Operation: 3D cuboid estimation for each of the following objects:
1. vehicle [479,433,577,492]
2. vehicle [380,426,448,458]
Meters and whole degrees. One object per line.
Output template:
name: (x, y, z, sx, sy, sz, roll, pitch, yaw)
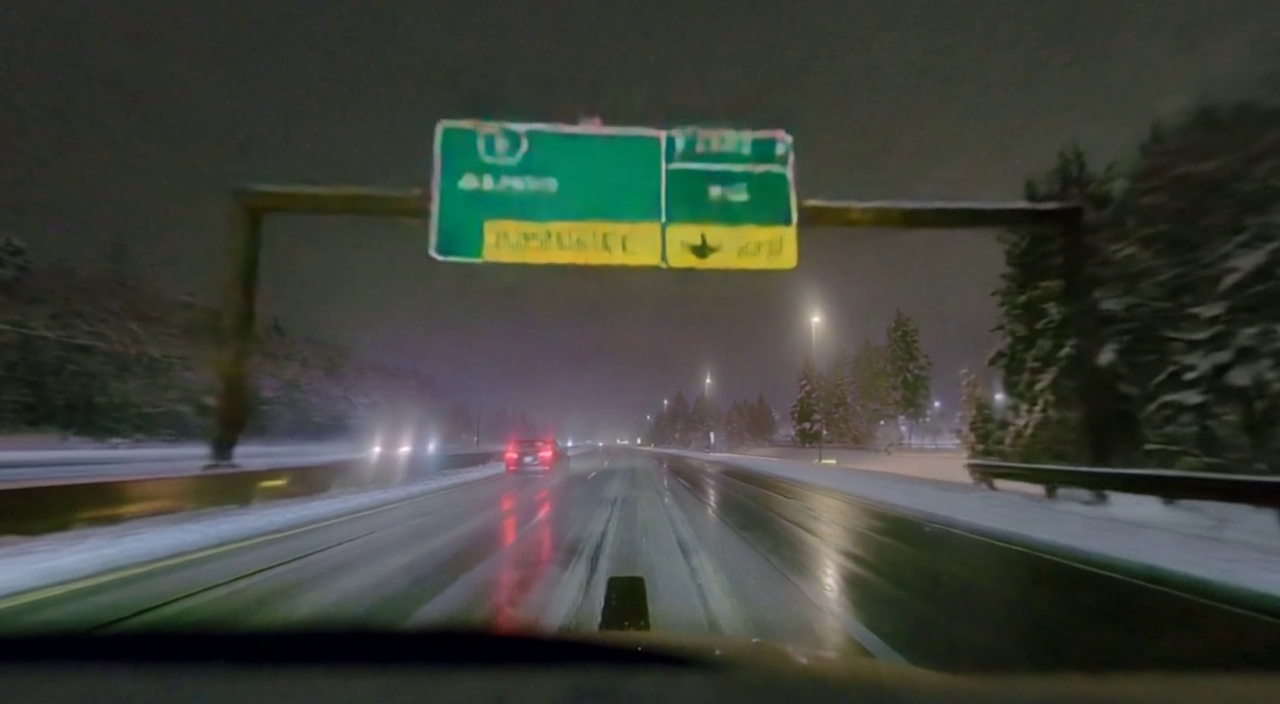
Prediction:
vehicle: (-3.380, 3.451, 20.087, 2.160, 1.608, 5.012, 0, -8, 1)
vehicle: (-12.670, 5.072, 35.566, 2.026, 1.678, 4.590, 0, -8, 1)
